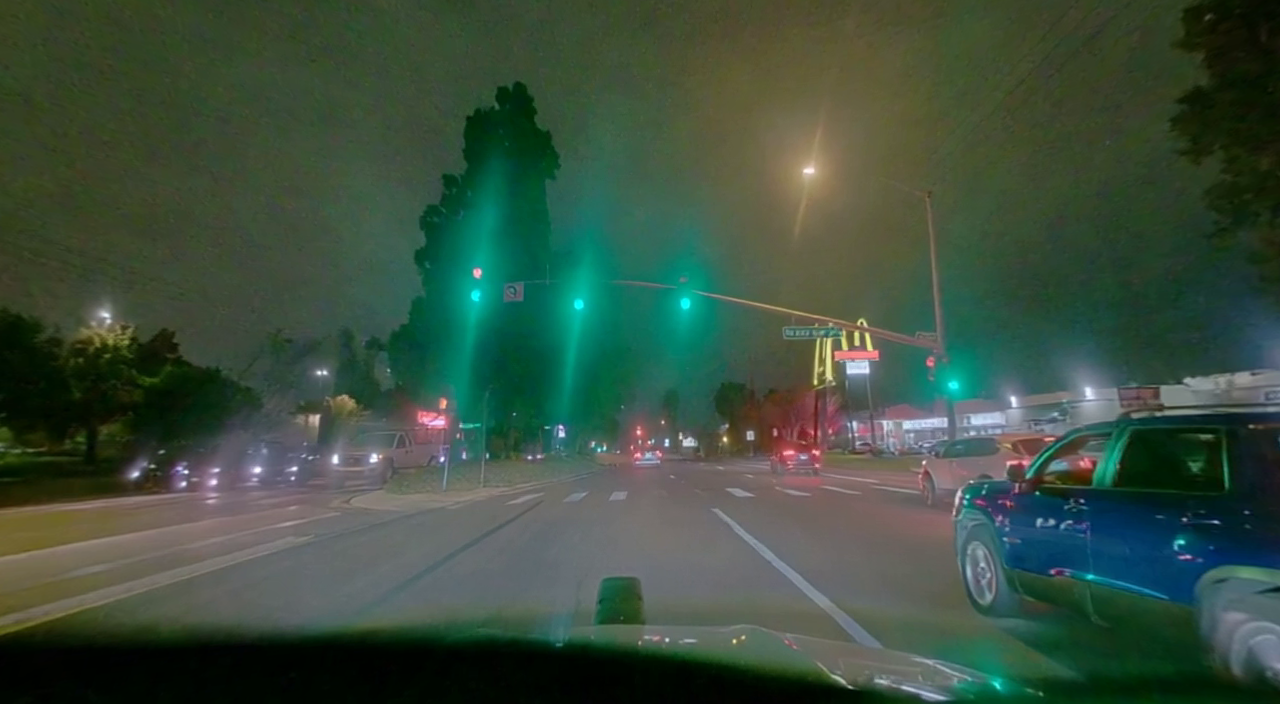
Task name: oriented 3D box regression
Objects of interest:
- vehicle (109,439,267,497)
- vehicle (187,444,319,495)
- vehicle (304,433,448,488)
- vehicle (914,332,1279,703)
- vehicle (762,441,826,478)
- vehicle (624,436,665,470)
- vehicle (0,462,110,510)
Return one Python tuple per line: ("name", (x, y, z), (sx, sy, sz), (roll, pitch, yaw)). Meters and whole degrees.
("vehicle", (-17.805, 4.561, 25.388), (2.152, 2.010, 5.676), (0, -8, -1))
("vehicle", (-14.085, 4.258, 23.385), (2.015, 1.679, 4.535), (0, -8, -1))
("vehicle", (-10.528, 4.398, 26.185), (2.909, 1.956, 6.908), (0, -8, 1))
("vehicle", (3.432, 0.915, 3.201), (2.076, 1.716, 4.416), (0, -8, 0))
("vehicle", (6.885, 4.834, 28.656), (1.879, 1.517, 4.006), (0, -8, 0))
("vehicle", (0.213, 6.295, 39.500), (2.402, 1.938, 4.535), (0, -8, -1))
("vehicle", (-21.877, 4.705, 22.438), (1.849, 1.442, 4.866), (0, -8, 0))
